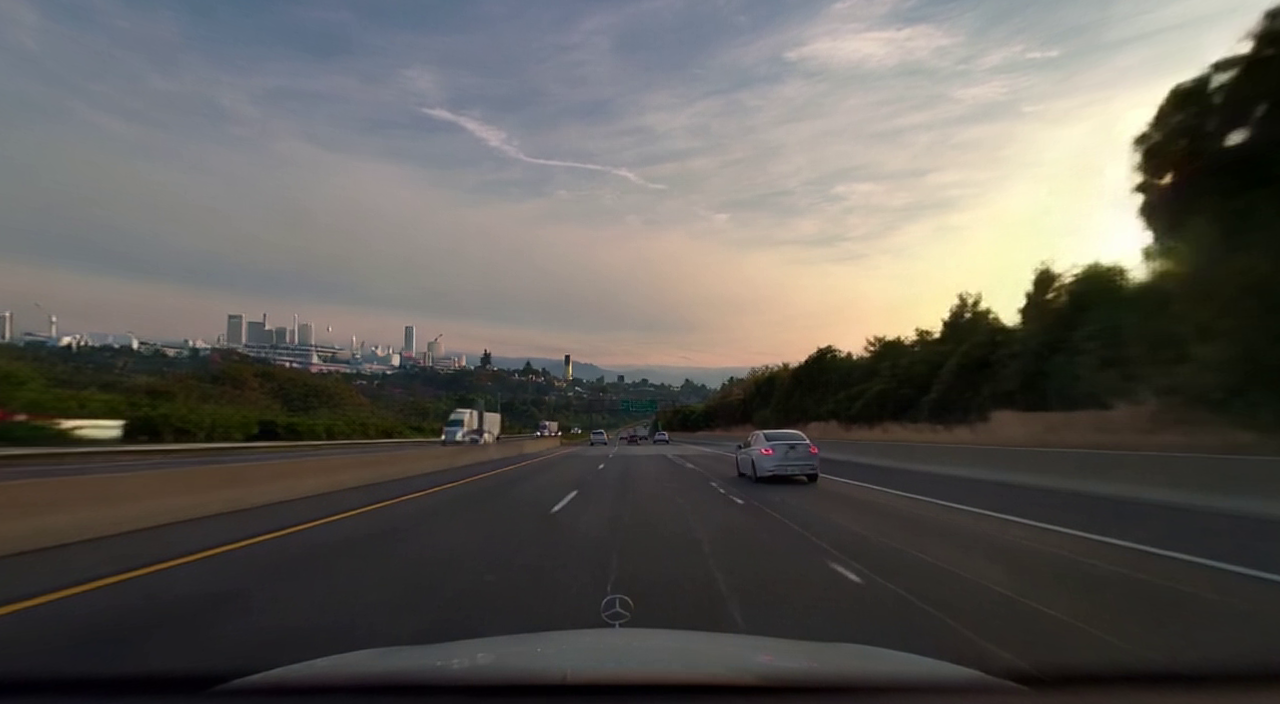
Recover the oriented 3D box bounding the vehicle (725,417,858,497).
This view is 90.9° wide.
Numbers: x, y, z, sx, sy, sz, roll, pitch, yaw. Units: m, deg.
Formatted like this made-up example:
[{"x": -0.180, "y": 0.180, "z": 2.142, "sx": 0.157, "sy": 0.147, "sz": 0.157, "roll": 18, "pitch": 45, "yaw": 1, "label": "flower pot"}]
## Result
[{"x": 3.415, "y": 2.452, "z": 15.118, "sx": 2.022, "sy": 1.637, "sz": 4.229, "roll": 0, "pitch": -8, "yaw": -2, "label": "vehicle"}]
